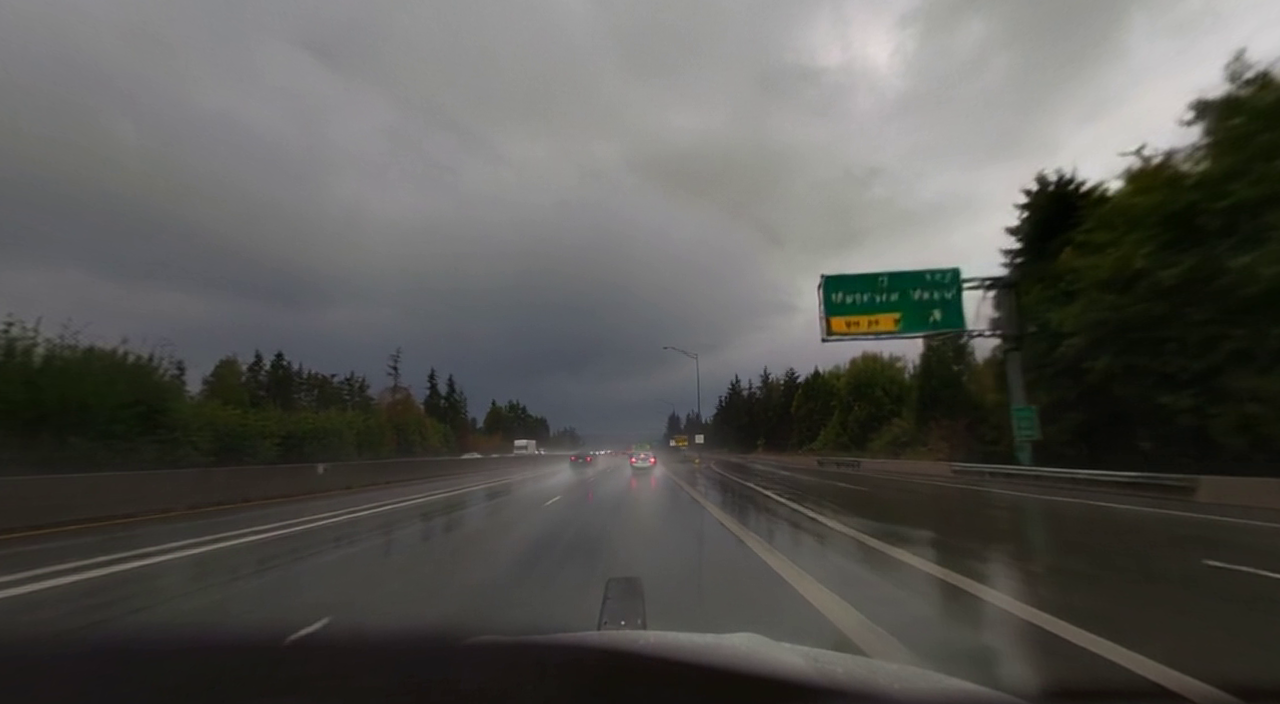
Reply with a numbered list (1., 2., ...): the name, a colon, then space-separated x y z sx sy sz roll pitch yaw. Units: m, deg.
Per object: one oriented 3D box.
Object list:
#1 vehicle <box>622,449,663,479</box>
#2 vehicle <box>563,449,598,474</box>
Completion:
1. vehicle: 0.092 5.735 32.424 2.002 1.449 3.612 0 -9 -1
2. vehicle: -3.868 7.189 41.580 1.877 1.504 3.799 0 -9 1
